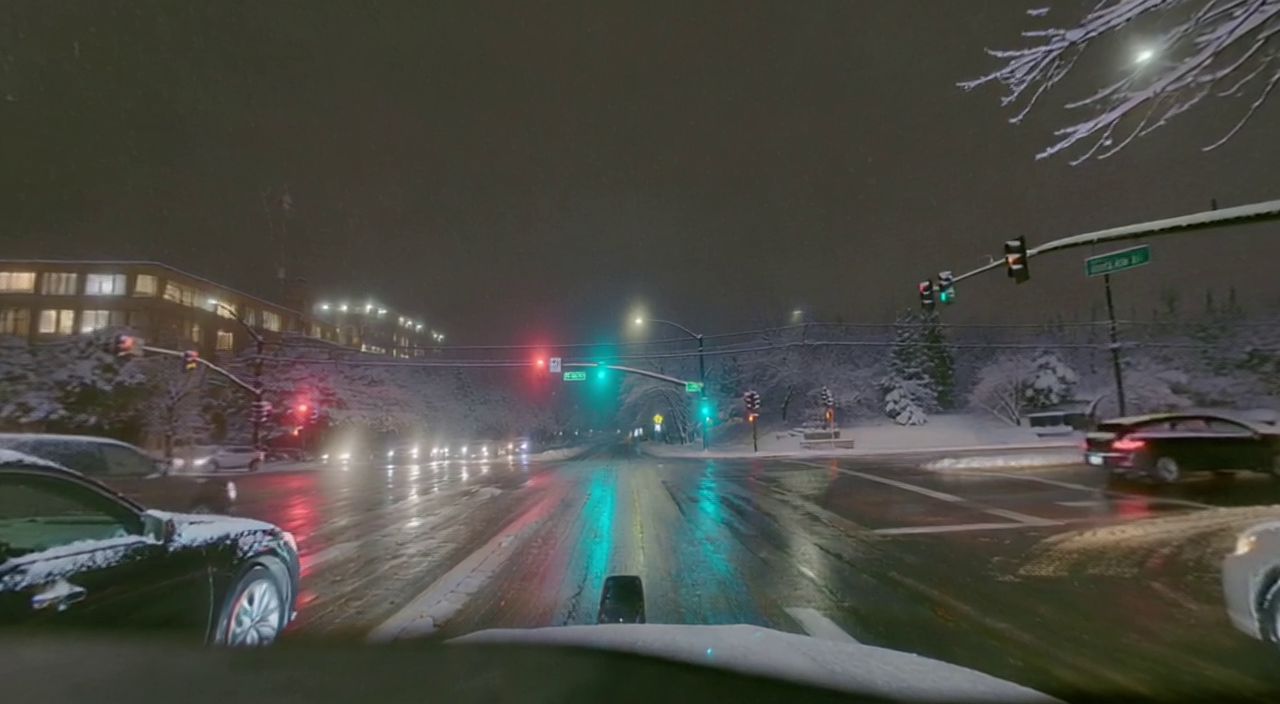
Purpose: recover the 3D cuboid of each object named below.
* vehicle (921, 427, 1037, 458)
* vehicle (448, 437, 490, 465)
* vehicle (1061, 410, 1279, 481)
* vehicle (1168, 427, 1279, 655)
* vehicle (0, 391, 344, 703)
[{"bbox_3d":[16.925,4.541,31.688,4.660,1.495,2.007,0,-8,-2],"label":"vehicle"},{"bbox_3d":[-12.825,7.412,47.567,2.051,1.715,4.346,-2,-6,-2],"label":"vehicle"},{"bbox_3d":[15.281,2.682,18.139,4.778,1.871,2.109,-1,-8,3],"label":"vehicle"},{"bbox_3d":[4.937,0.989,2.559,1.949,1.449,4.530,-1,-8,5],"label":"vehicle"},{"bbox_3d":[-3.063,0.891,2.152,1.919,1.478,4.720,0,-8,-1],"label":"vehicle"}]
